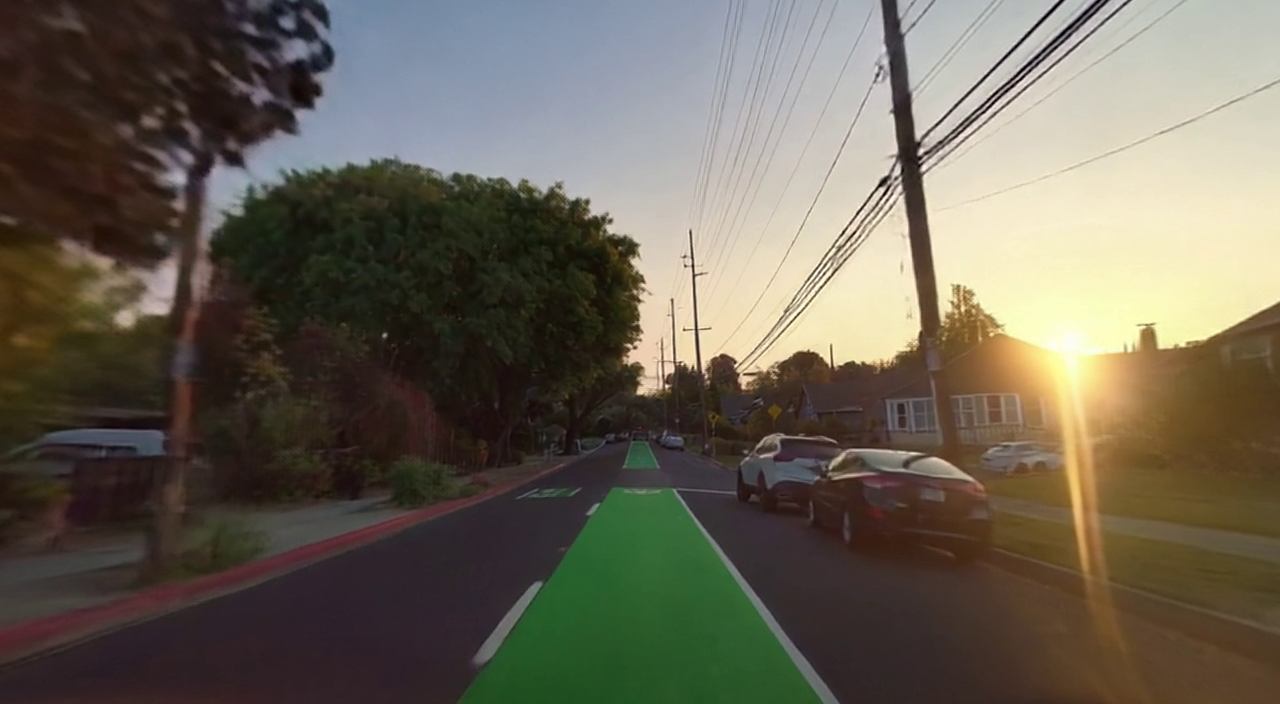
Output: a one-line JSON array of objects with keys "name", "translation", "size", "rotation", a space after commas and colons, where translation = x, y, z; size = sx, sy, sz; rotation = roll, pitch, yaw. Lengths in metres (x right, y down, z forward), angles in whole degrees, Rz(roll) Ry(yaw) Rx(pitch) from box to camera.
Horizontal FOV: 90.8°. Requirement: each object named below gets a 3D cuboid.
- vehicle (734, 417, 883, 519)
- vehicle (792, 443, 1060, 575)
[{"name": "vehicle", "translation": [3.686, 2.749, 14.833], "size": [2.054, 1.879, 4.717], "rotation": [3, -11, -2]}, {"name": "vehicle", "translation": [3.834, 2.145, 9.468], "size": [1.981, 1.512, 4.144], "rotation": [0, -9, -1]}]
